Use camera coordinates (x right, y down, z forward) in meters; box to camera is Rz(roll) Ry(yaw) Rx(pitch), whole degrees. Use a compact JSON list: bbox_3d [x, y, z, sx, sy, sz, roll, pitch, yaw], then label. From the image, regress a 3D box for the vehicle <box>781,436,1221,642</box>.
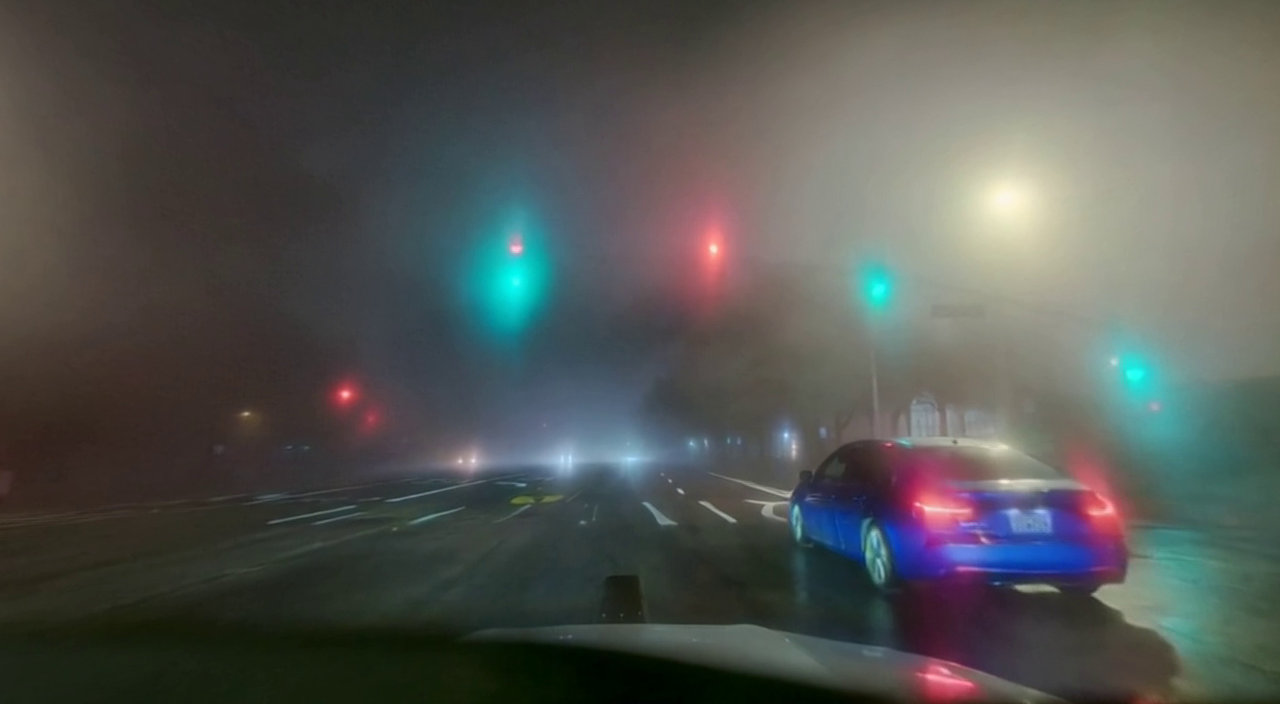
[{"bbox_3d":[3.126,1.692,6.915,2.015,1.455,4.615,0,-9,-1],"label":"vehicle"}]
